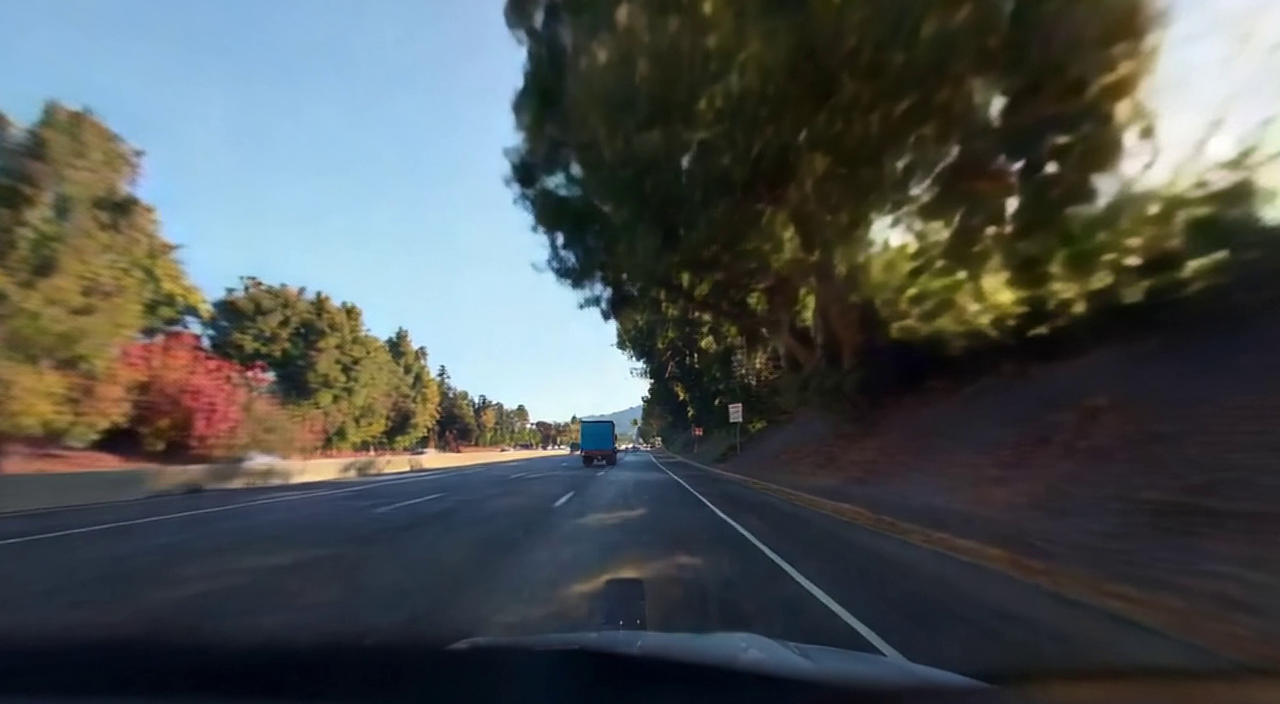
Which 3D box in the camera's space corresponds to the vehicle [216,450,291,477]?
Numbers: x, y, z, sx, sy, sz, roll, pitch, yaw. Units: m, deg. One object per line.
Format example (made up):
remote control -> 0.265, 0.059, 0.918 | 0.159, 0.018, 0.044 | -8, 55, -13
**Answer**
vehicle -> -25.128, 7.252, 41.250 | 2.032, 1.617, 4.561 | 0, -9, 0
